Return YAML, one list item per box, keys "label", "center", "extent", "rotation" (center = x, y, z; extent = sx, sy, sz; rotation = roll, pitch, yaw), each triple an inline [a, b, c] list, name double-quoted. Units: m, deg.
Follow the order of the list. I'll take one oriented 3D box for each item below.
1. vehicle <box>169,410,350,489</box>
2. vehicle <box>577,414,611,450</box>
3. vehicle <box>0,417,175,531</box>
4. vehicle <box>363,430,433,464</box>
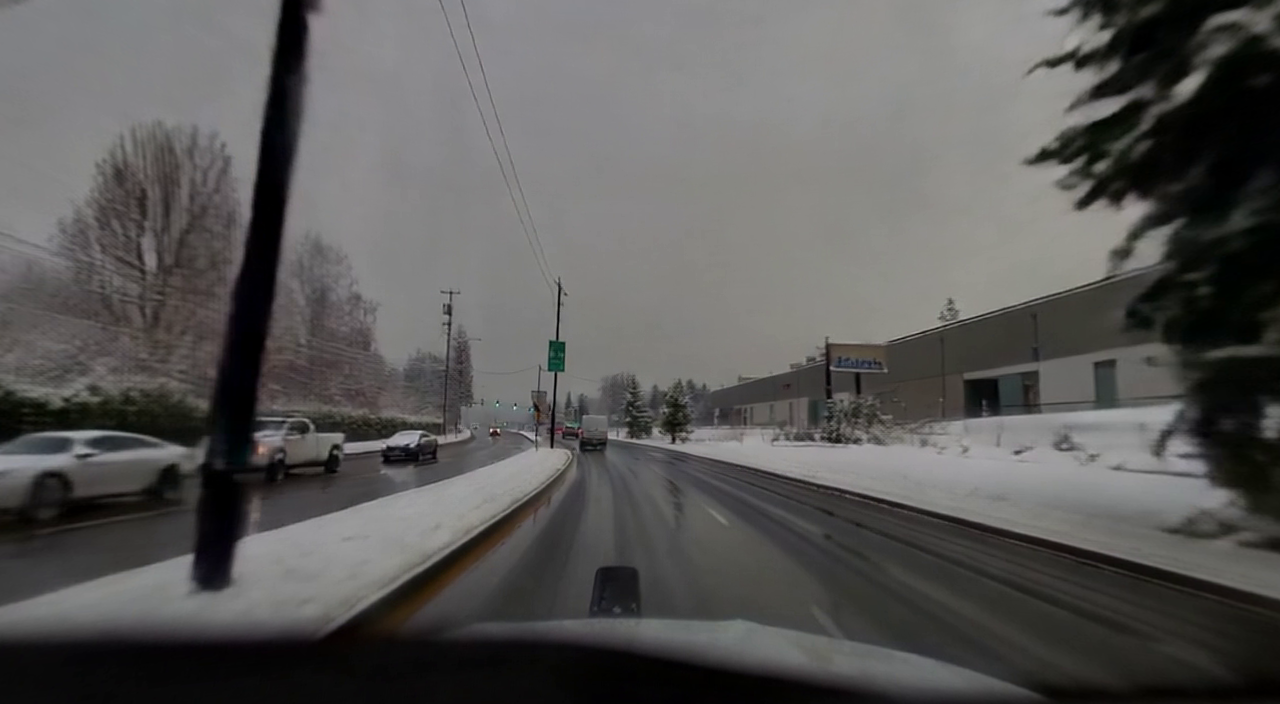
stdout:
- label: "vehicle"
  center: [-10.587, 2.747, 18.182]
  extent: [2.198, 1.916, 5.296]
  rotation: [1, -8, -4]
- label: "vehicle"
  center: [-3.697, 6.311, 49.591]
  extent: [2.276, 2.706, 5.232]
  rotation: [1, -8, -9]
- label: "vehicle"
  center: [-10.114, 1.916, 10.345]
  extent: [1.926, 1.610, 4.079]
  rotation: [0, -8, -2]
- label: "vehicle"
  center: [-11.386, 4.483, 29.914]
  extent: [1.897, 1.515, 3.986]
  rotation: [1, -8, -3]
